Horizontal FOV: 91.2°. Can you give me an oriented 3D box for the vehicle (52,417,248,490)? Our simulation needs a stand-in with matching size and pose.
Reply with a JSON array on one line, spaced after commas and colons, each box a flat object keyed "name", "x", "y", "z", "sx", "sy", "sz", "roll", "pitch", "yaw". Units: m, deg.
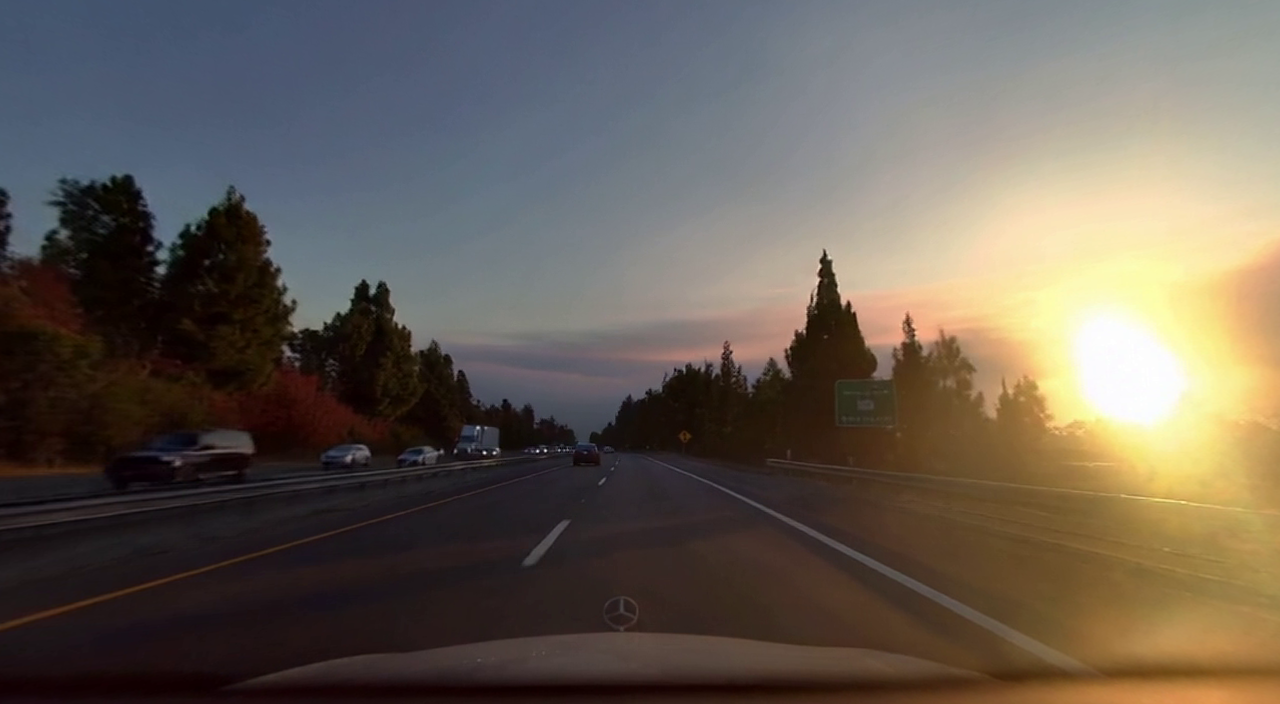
[{"name": "vehicle", "x": -14.781, "y": 3.109, "z": 19.395, "sx": 2.109, "sy": 1.954, "sz": 4.790, "roll": 0, "pitch": -9, "yaw": 1}]

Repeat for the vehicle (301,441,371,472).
[{"name": "vehicle", "x": -16.661, "y": 5.740, "z": 34.547, "sx": 1.762, "sy": 1.539, "sz": 4.124, "roll": 0, "pitch": -9, "yaw": 0}]

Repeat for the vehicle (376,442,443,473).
[{"name": "vehicle", "x": -11.682, "y": 5.377, "z": 32.084, "sx": 1.887, "sy": 1.473, "sz": 4.124, "roll": 0, "pitch": -9, "yaw": 0}]

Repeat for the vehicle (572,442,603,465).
[{"name": "vehicle", "x": -4.044, "y": 7.939, "z": 48.892, "sx": 2.098, "sy": 1.692, "sz": 4.038, "roll": 0, "pitch": -9, "yaw": 0}]
